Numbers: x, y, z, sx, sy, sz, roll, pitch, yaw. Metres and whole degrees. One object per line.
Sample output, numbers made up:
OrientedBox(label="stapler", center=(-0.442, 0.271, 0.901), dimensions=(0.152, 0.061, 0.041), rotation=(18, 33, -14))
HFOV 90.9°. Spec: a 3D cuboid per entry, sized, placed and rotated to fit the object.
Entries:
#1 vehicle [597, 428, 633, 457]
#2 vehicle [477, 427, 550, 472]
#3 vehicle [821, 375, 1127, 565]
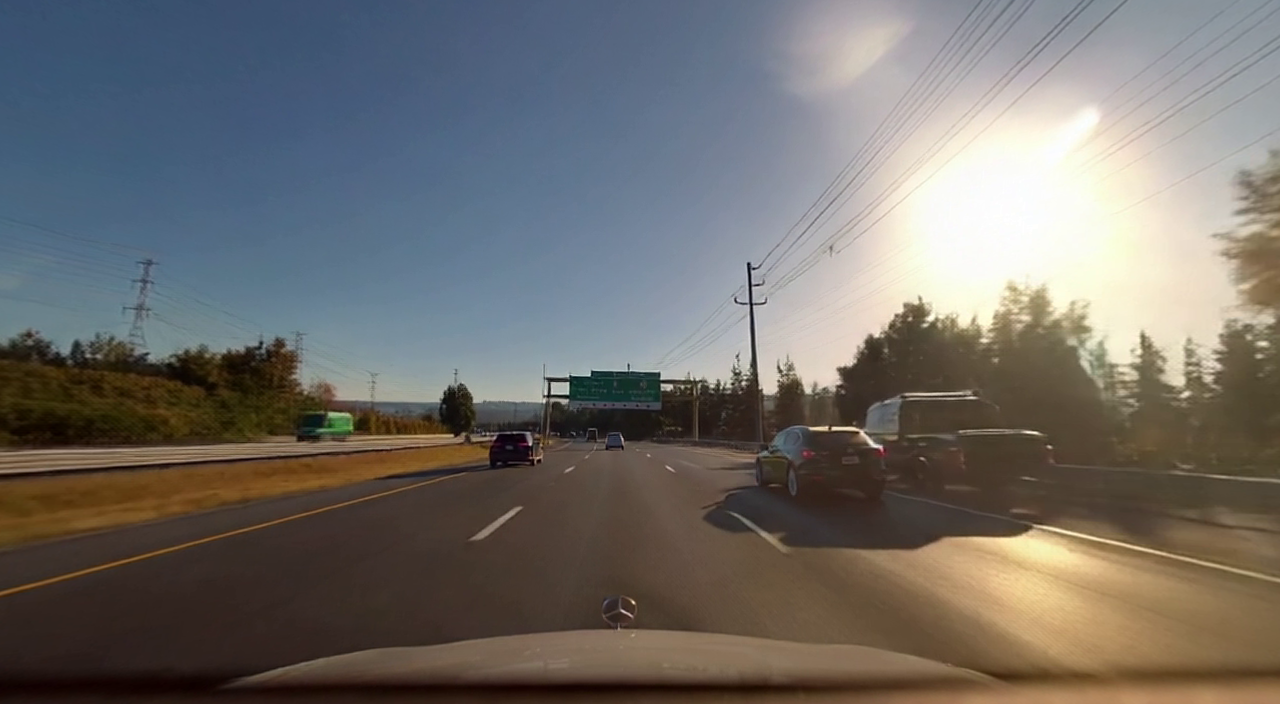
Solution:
OrientedBox(label="vehicle", center=(-1.591, 5.723, 40.023), dimensions=(2.159, 1.690, 3.720), rotation=(0, -7, -3))
OrientedBox(label="vehicle", center=(-4.818, 3.754, 24.578), dimensions=(2.100, 1.590, 4.077), rotation=(0, -7, -1))
OrientedBox(label="vehicle", center=(3.887, 1.401, 8.103), dimensions=(1.976, 1.905, 3.263), rotation=(0, -7, -3))
